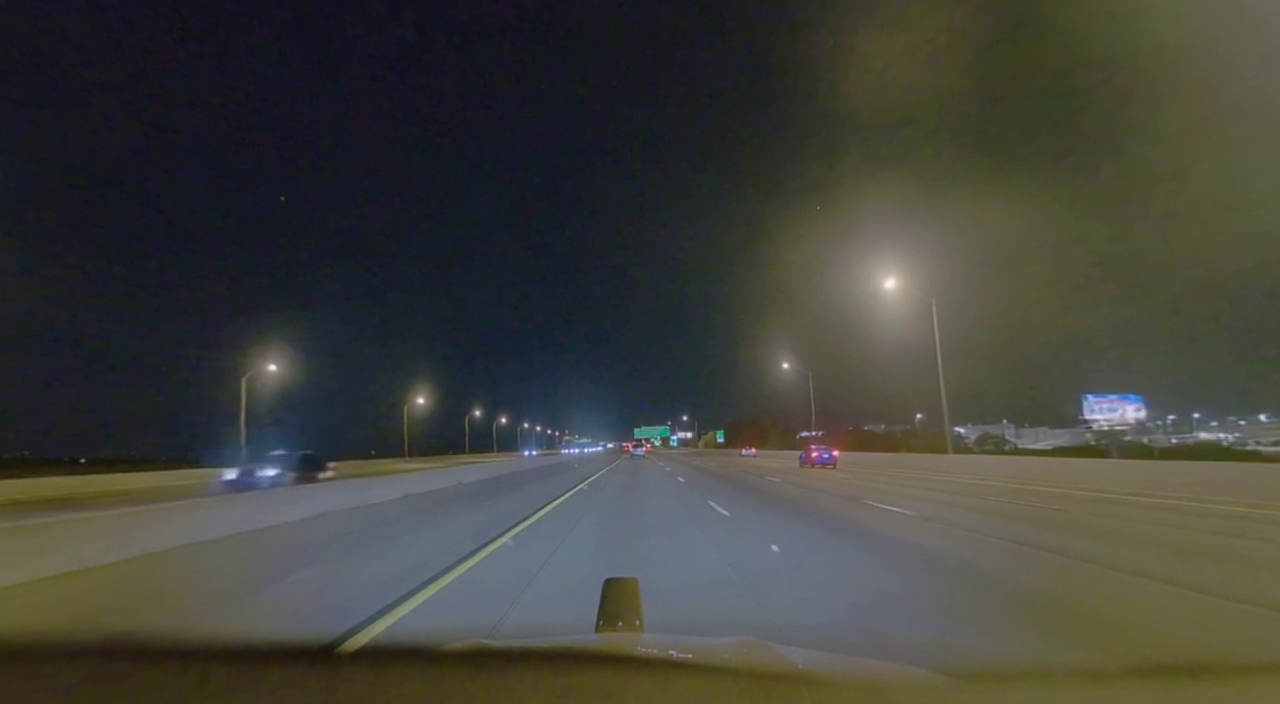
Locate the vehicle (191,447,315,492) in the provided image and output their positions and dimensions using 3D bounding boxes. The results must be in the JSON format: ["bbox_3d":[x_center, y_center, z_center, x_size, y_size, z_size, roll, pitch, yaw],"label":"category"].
[{"bbox_3d":[-13.969,4.219,23.135,1.981,1.425,4.147,1,-8,-1],"label":"vehicle"}]

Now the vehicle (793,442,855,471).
[{"bbox_3d":[10.637,6.070,36.954,2.024,1.481,4.747,1,-8,-2],"label":"vehicle"}]
